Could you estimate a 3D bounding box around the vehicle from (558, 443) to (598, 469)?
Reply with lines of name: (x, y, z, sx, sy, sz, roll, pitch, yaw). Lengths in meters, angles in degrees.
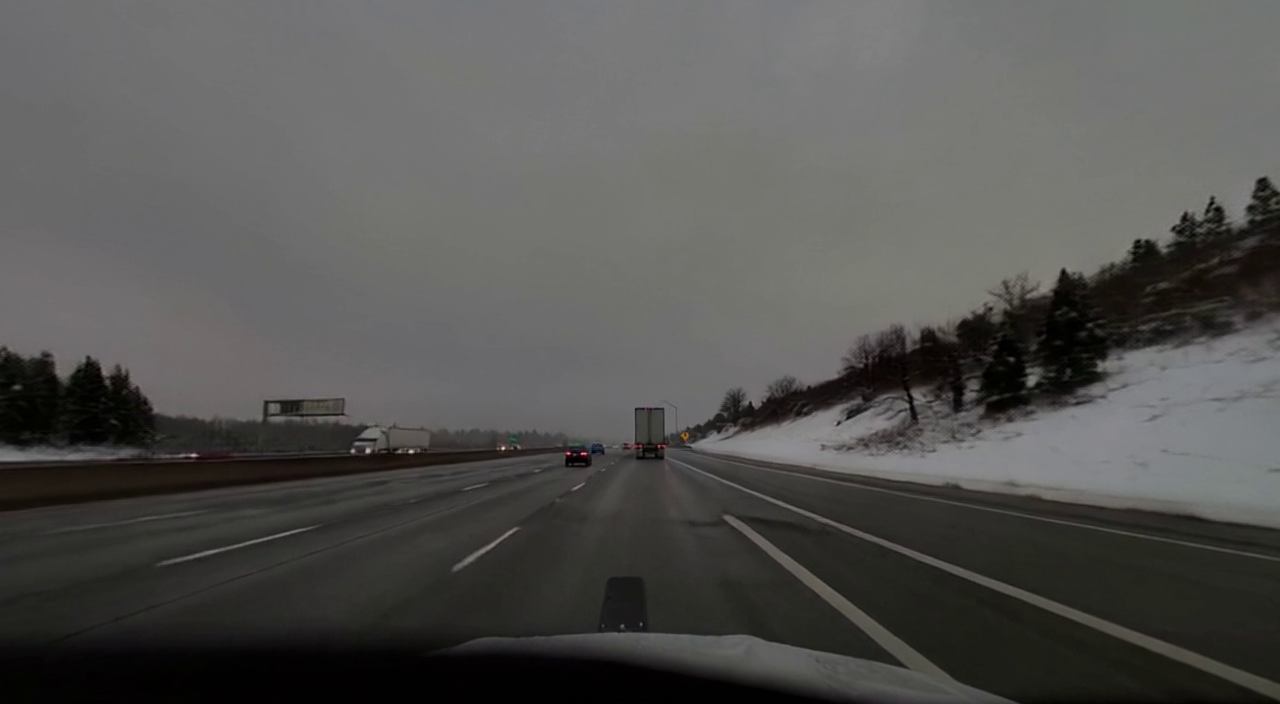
vehicle: (-3.725, 6.323, 38.419, 1.983, 1.508, 4.060, 0, -9, 1)
